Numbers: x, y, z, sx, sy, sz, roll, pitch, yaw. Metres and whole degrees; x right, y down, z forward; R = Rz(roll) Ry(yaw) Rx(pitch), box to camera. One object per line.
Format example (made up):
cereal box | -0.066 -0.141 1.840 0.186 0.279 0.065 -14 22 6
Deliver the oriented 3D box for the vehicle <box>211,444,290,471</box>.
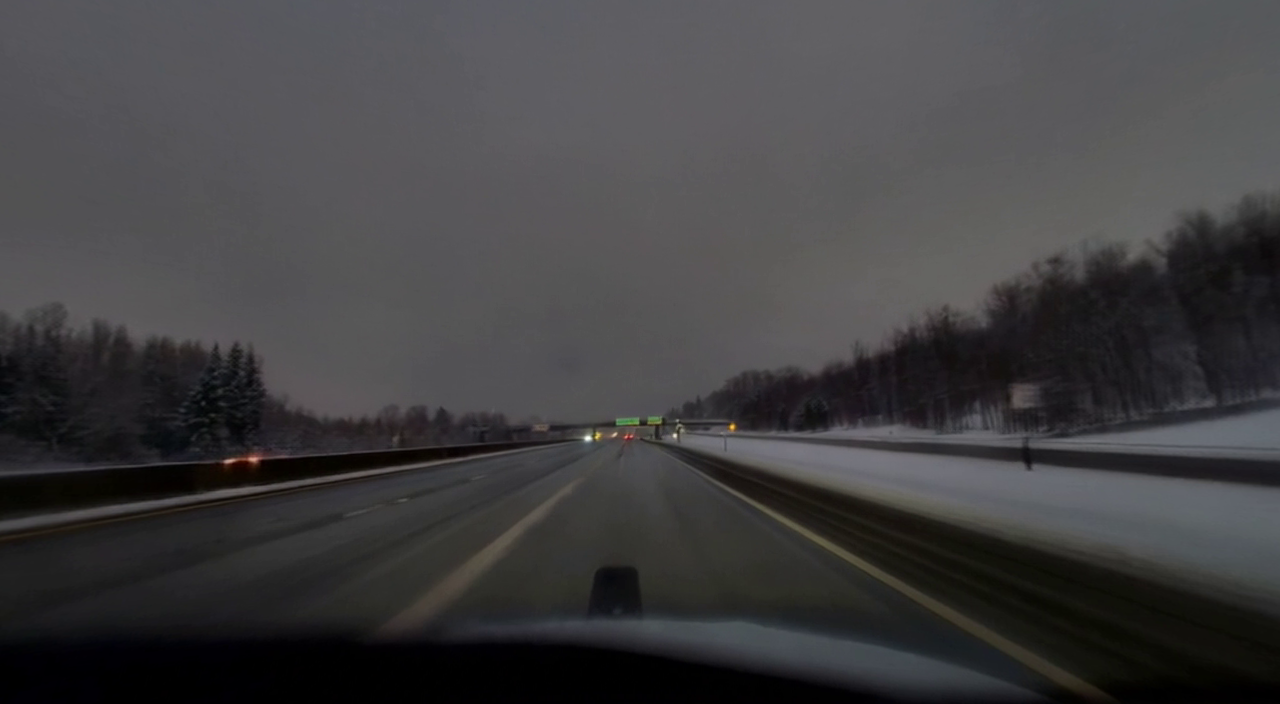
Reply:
vehicle | -23.861 6.447 38.697 1.910 1.536 4.502 0 -8 1
